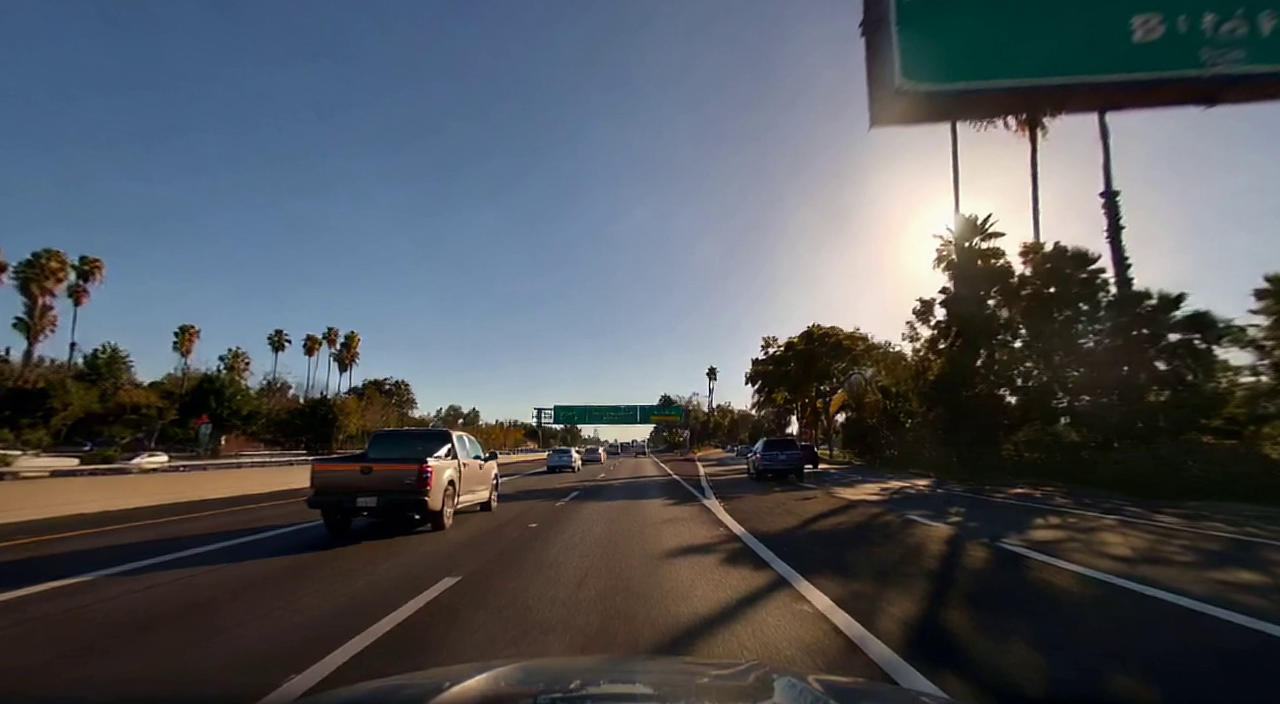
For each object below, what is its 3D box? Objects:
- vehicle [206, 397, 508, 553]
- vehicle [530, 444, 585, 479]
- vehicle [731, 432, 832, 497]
[{"bbox_3d":[-4.175,1.990,10.906,2.420,1.937,5.916,0,-9,1],"label":"vehicle"},{"bbox_3d":[-3.925,5.303,30.810,2.052,1.545,4.470,0,-9,1],"label":"vehicle"},{"bbox_3d":[4.342,3.539,20.262,2.303,1.791,5.247,-1,-9,3],"label":"vehicle"}]
